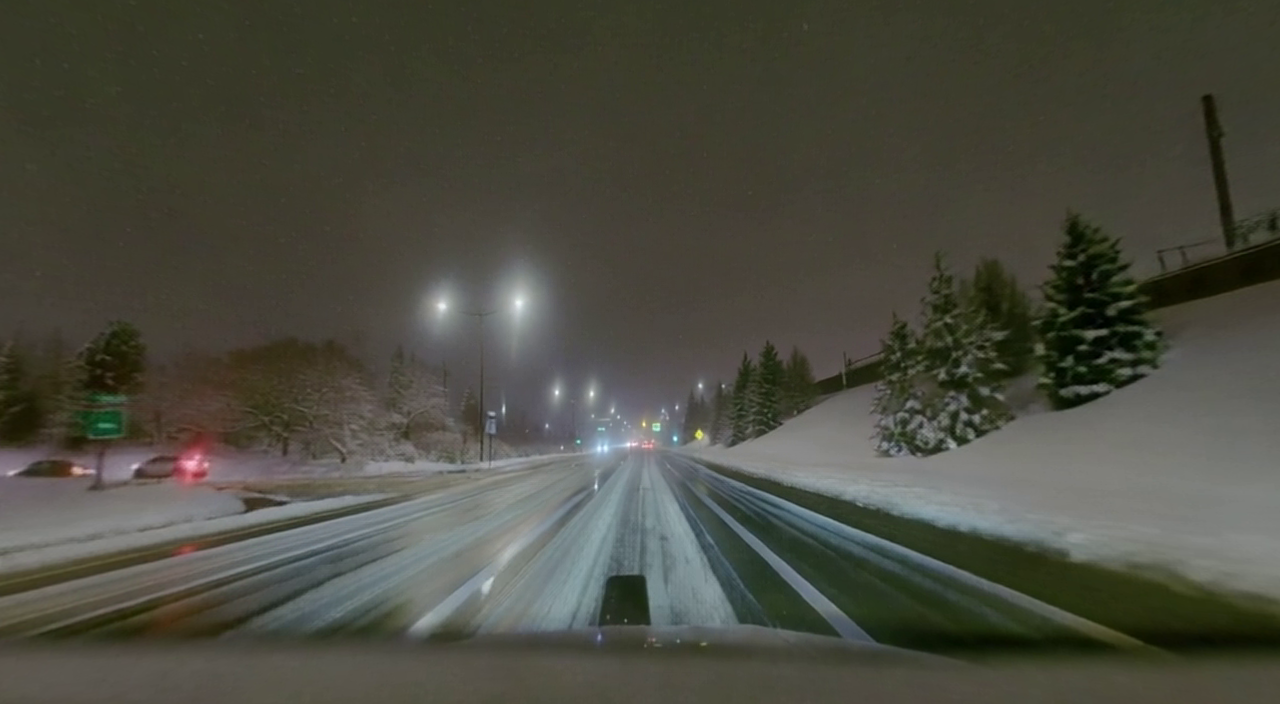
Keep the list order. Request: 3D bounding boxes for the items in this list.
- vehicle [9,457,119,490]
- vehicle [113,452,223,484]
[{"bbox_3d":[-31.612,6.647,34.668,4.260,1.498,1.850,-3,-8,-1],"label":"vehicle"},{"bbox_3d":[-25.675,6.291,34.368,4.495,1.641,1.966,-1,-8,4],"label":"vehicle"}]
